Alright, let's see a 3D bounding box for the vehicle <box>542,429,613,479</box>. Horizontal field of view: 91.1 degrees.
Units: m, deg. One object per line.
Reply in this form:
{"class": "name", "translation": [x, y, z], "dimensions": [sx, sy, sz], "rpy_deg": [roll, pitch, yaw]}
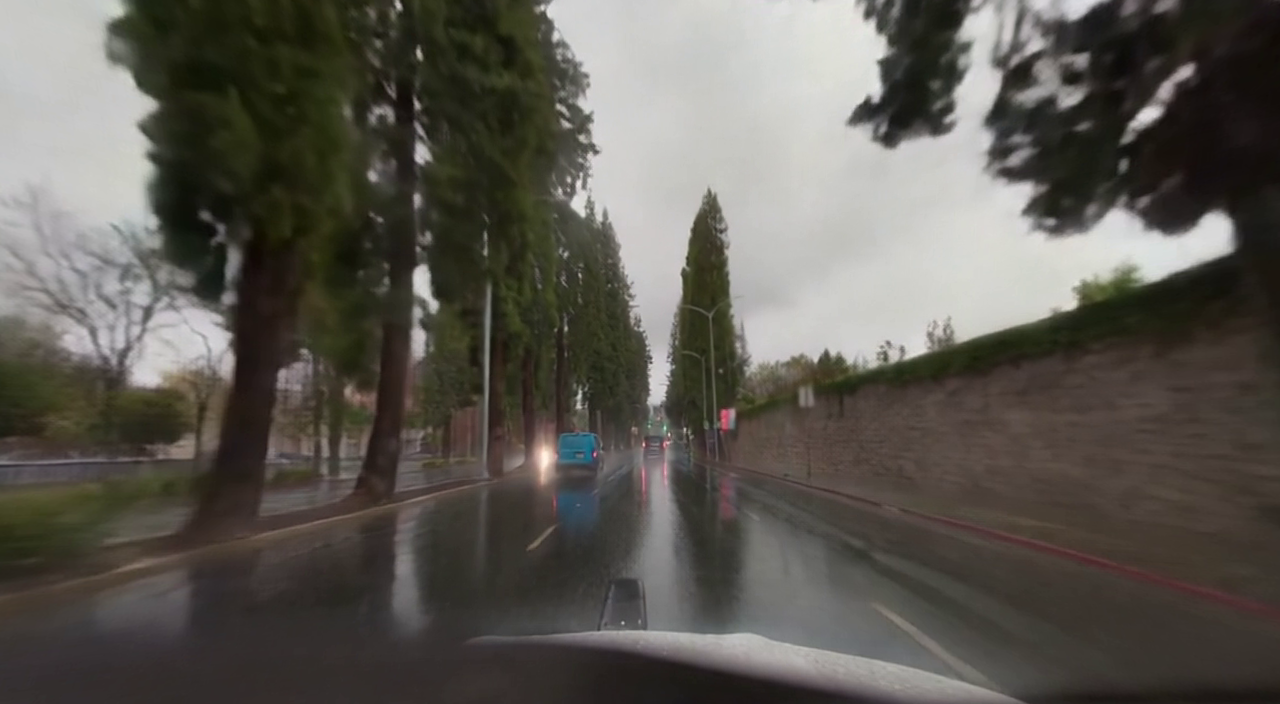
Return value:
{"class": "vehicle", "translation": [-2.406, 4.118, 25.675], "dimensions": [2.281, 1.837, 4.845], "rpy_deg": [0, -8, 2]}
